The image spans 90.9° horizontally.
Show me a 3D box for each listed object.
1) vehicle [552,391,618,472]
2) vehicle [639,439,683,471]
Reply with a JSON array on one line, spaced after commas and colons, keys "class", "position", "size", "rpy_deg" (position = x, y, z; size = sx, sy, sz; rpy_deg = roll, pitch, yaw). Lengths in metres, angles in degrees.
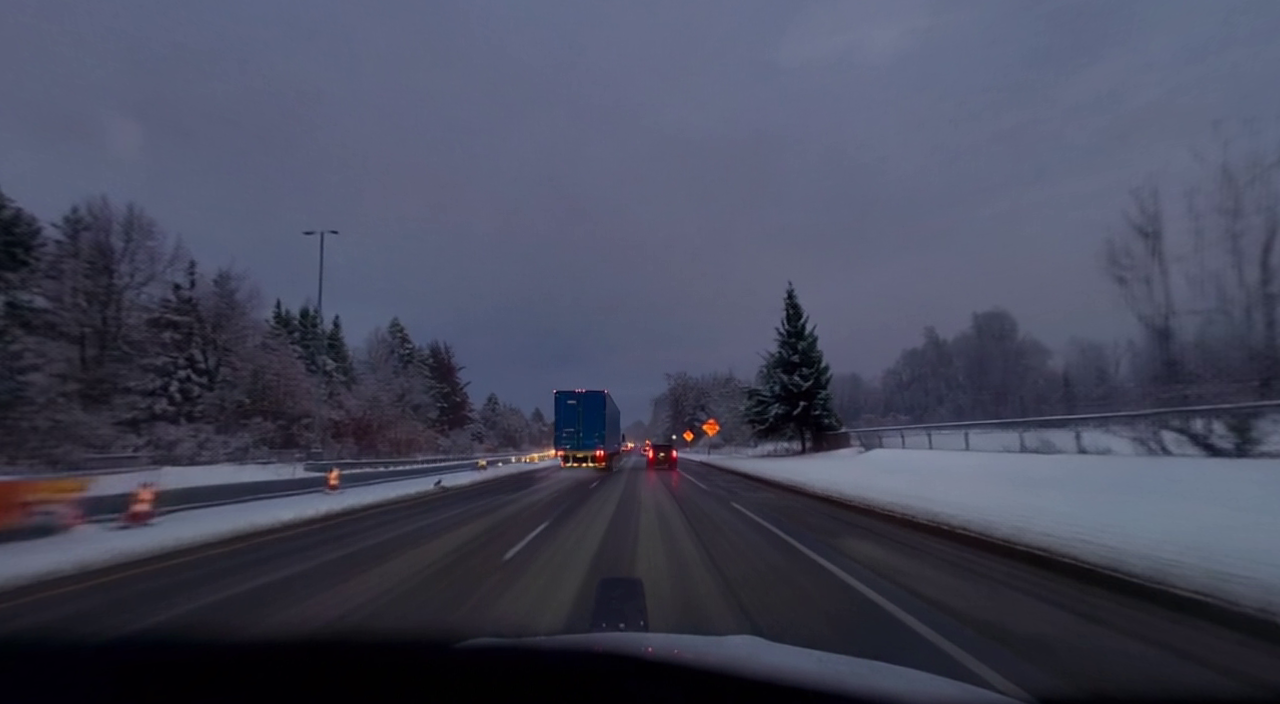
[{"class": "vehicle", "position": [-3.078, 5.200, 40.091], "size": [2.906, 4.115, 15.715], "rpy_deg": [0, -8, -1]}, {"class": "vehicle", "position": [1.128, 5.759, 35.586], "size": [2.304, 1.675, 4.462], "rpy_deg": [0, -8, 0]}]
